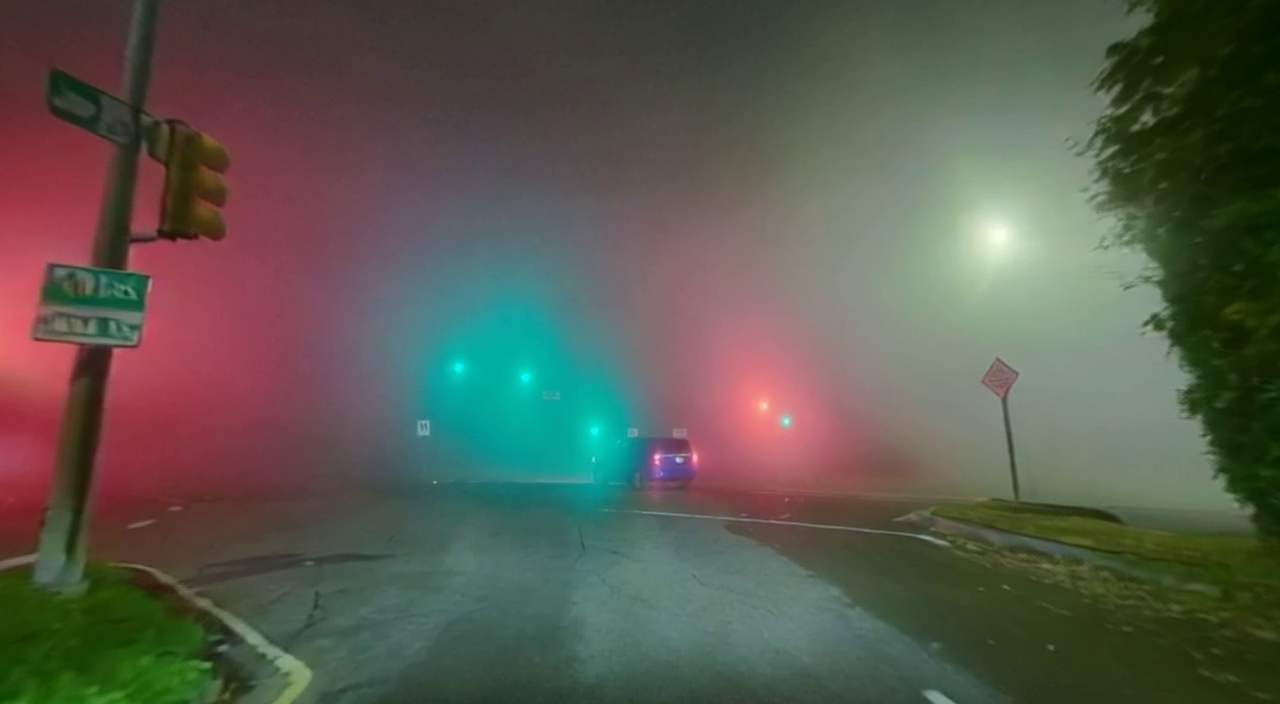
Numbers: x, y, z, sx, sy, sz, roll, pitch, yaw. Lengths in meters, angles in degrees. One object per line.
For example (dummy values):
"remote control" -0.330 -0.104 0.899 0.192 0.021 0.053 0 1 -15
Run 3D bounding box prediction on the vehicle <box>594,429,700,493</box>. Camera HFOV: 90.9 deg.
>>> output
"vehicle" 0.054 3.464 20.456 2.284 1.788 4.871 2 -9 -14
